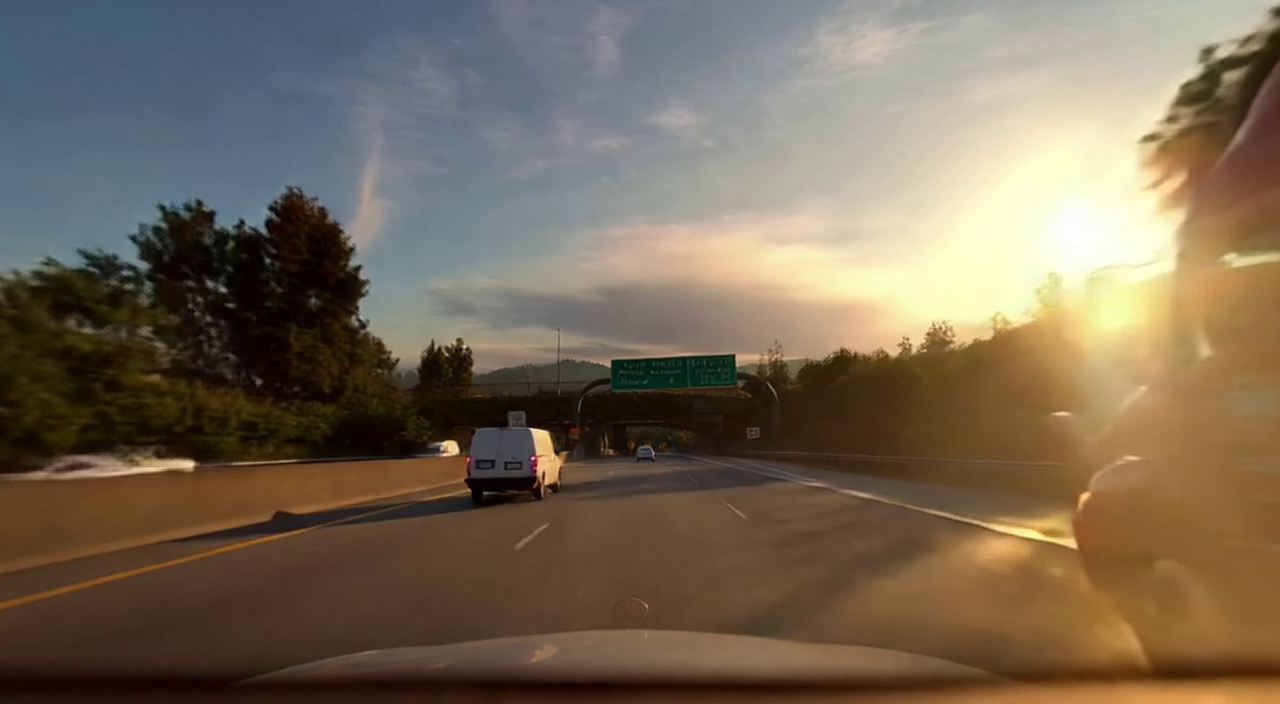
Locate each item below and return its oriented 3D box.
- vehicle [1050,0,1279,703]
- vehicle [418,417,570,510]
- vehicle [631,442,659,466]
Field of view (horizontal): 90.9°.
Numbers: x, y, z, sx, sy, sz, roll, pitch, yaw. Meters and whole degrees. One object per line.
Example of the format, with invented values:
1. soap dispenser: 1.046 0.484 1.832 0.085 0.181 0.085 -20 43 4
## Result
1. vehicle: 4.150 -0.448 0.321 3.007 3.949 7.005 0 -9 0
2. vehicle: -3.403 2.803 16.251 2.572 1.927 5.803 0 -9 -1
3. vehicle: 0.346 7.658 47.308 2.067 1.690 3.901 0 -9 0
